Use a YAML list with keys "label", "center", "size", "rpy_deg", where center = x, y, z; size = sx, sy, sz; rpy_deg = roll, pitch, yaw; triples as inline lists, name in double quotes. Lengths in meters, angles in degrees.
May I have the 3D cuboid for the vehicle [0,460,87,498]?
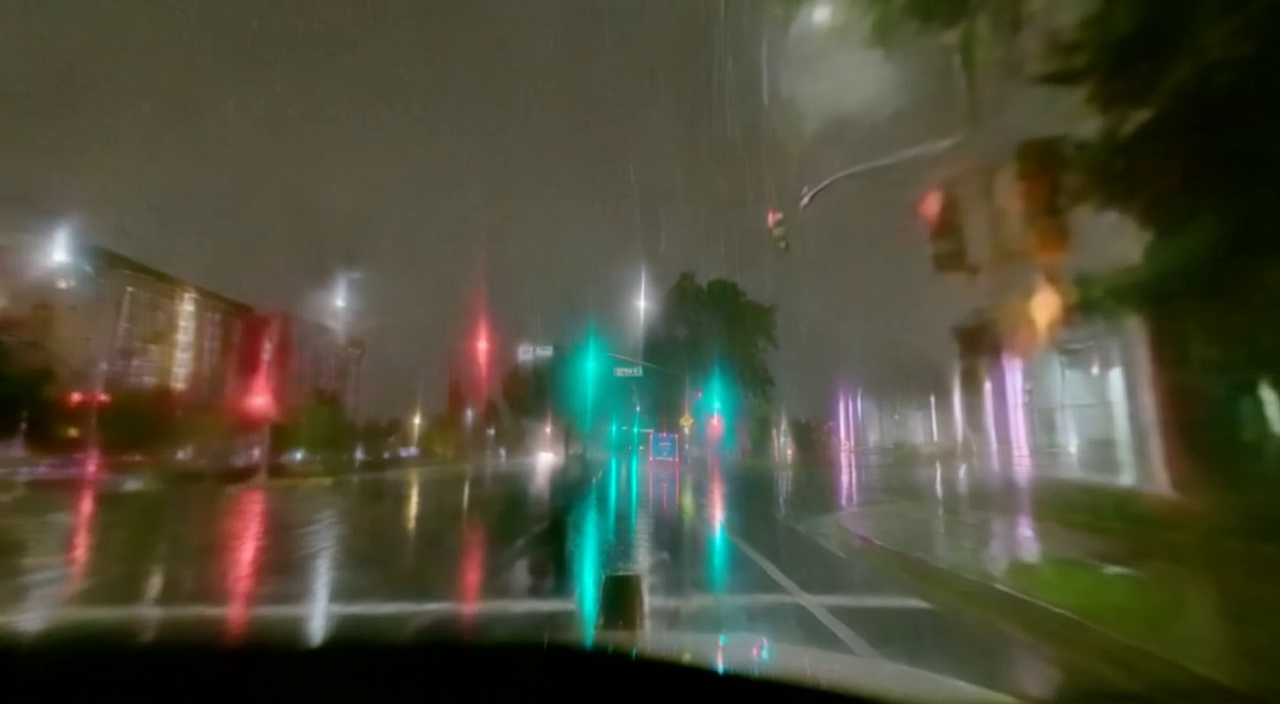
- label: "vehicle"
  center: [-26.250, 5.309, 26.541]
  size: [4.153, 1.493, 1.808]
  rpy_deg: [0, -9, -2]
